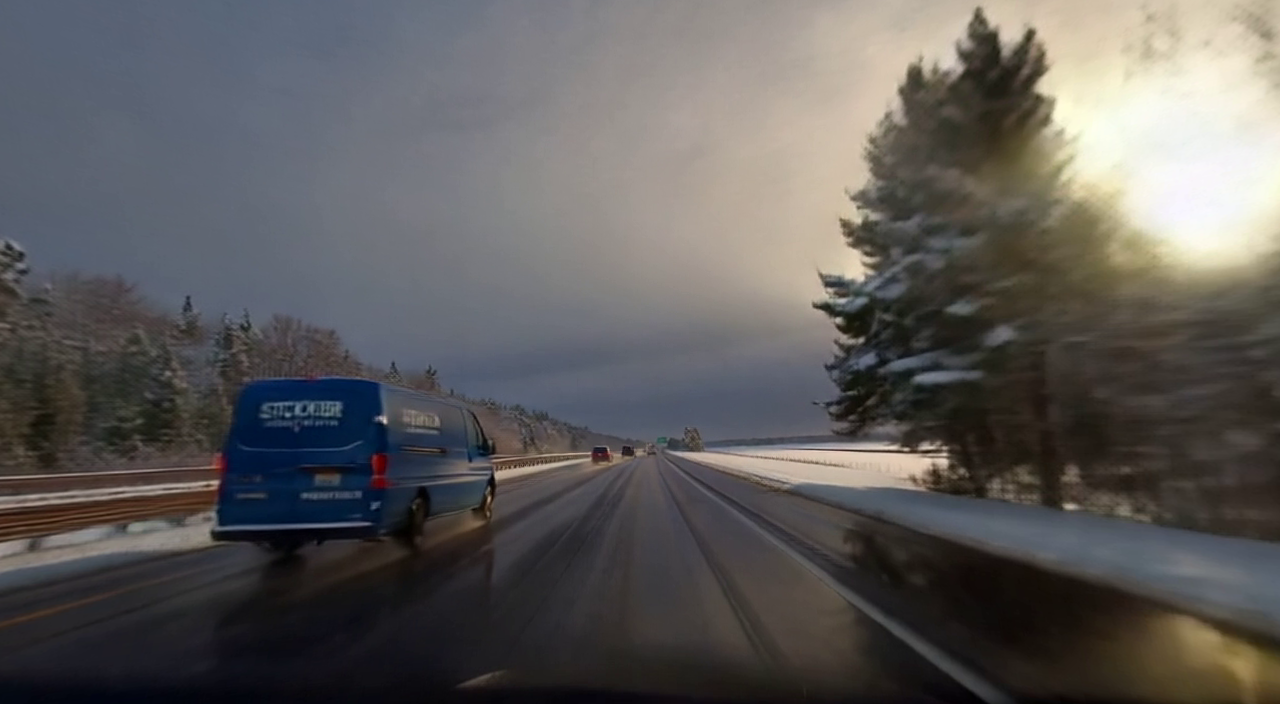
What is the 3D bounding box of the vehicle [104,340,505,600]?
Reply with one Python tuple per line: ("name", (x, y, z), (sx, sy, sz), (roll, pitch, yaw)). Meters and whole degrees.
("vehicle", (-3.610, 1.446, 8.428), (2.360, 2.367, 5.223), (0, -9, 1))
